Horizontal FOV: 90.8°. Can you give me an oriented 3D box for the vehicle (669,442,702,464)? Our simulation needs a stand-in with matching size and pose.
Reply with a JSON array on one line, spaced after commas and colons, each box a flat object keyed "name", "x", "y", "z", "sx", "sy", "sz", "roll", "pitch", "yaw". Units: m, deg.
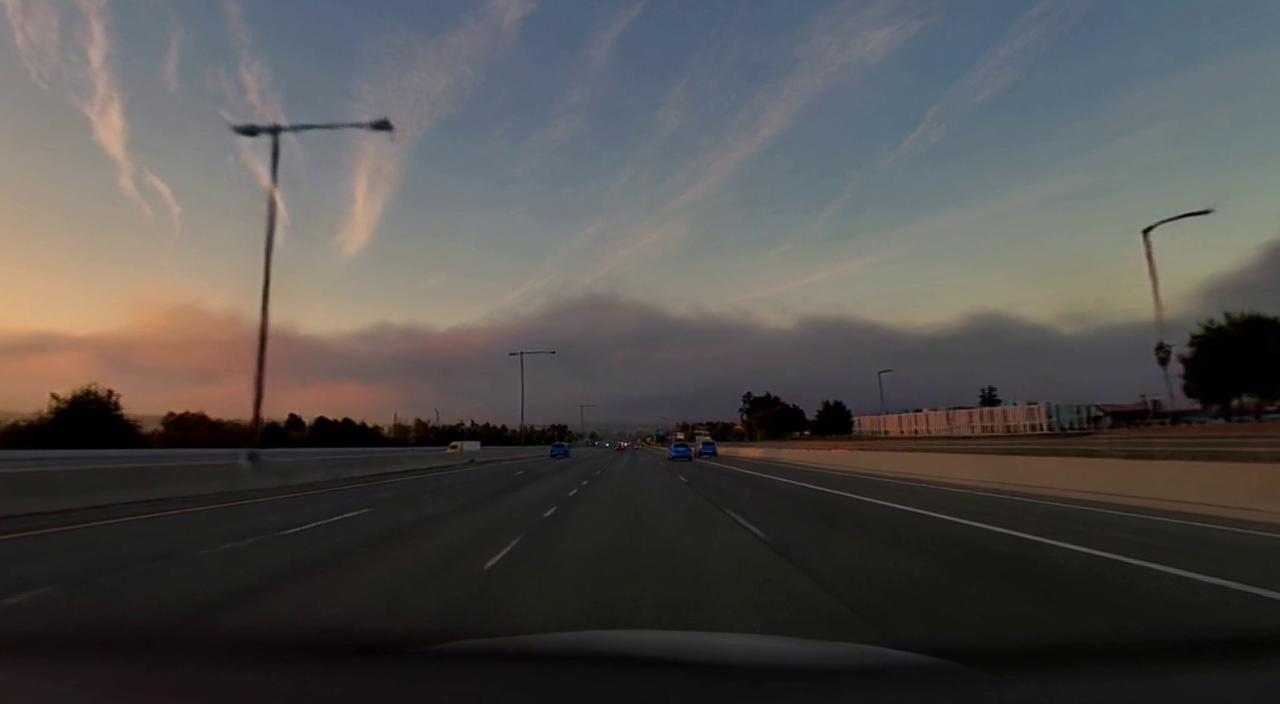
[{"name": "vehicle", "x": 3.281, "y": 7.351, "z": 46.187, "sx": 2.000, "sy": 1.533, "sz": 3.770, "roll": 0, "pitch": -8, "yaw": -1}]
